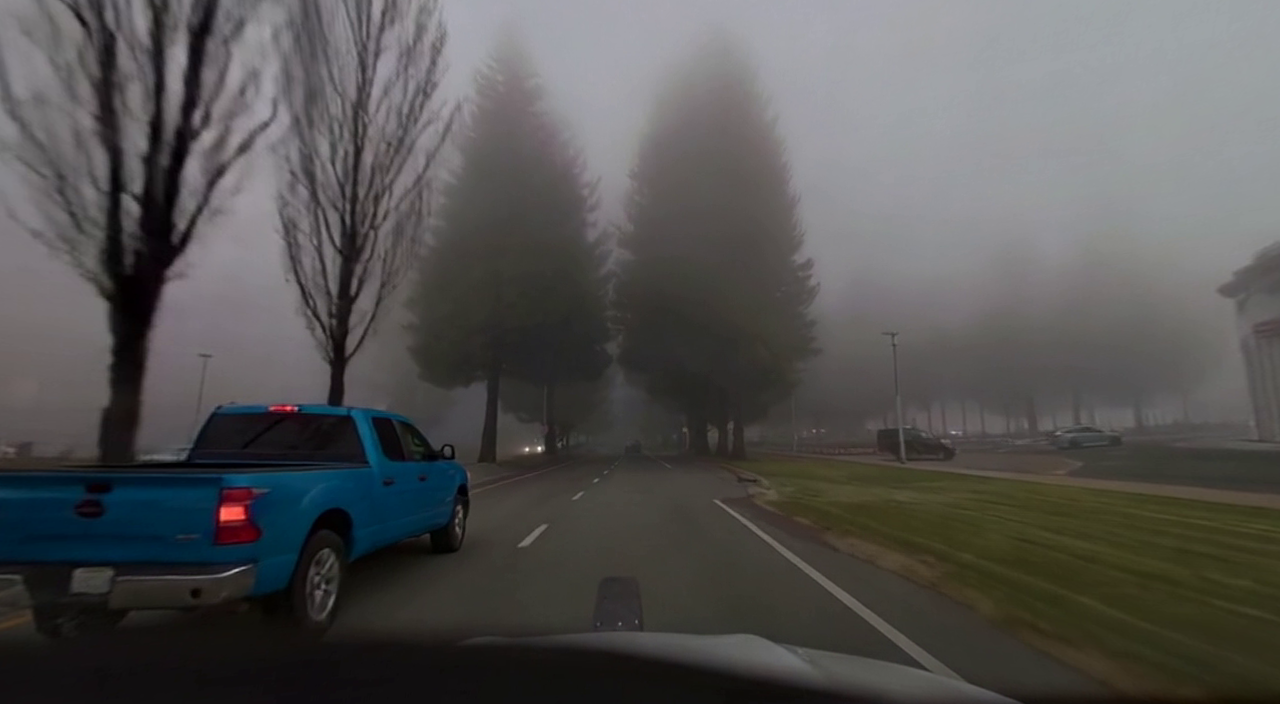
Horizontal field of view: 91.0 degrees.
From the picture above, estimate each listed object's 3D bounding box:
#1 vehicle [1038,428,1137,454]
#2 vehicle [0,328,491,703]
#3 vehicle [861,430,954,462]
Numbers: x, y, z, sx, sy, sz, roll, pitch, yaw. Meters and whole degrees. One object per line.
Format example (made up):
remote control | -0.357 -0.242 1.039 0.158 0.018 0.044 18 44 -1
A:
vehicle | 27.408 5.467 38.681 4.604 1.487 1.911 0 -8 0
vehicle | -2.987 1.164 5.408 2.065 1.790 5.417 0 -8 0
vehicle | 15.369 5.428 36.290 4.332 1.744 2.115 0 -11 -3
